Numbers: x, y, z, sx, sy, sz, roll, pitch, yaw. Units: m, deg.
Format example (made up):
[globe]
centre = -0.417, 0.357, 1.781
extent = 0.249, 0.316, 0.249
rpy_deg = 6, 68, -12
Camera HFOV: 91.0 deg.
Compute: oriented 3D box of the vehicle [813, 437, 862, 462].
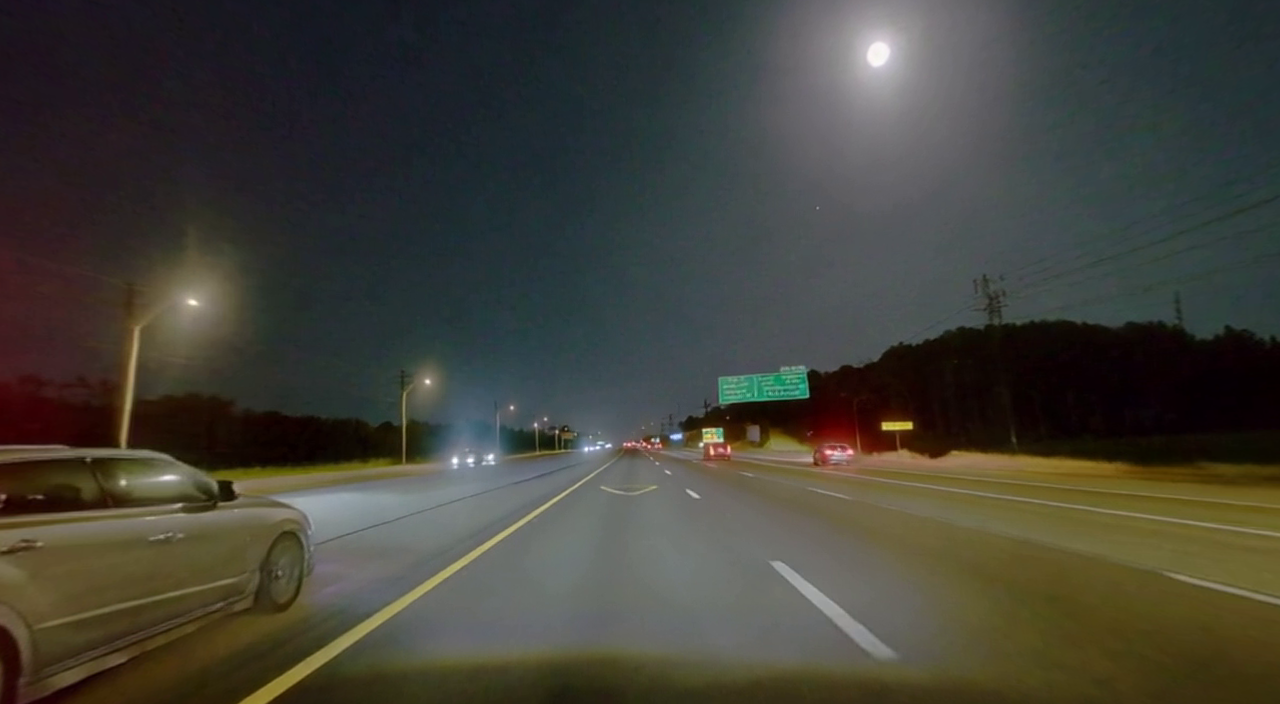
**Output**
[vehicle]
centre = 14.385, 7.138, 46.197
extent = 2.079, 1.688, 4.544
rpy_deg = 0, -8, 0
